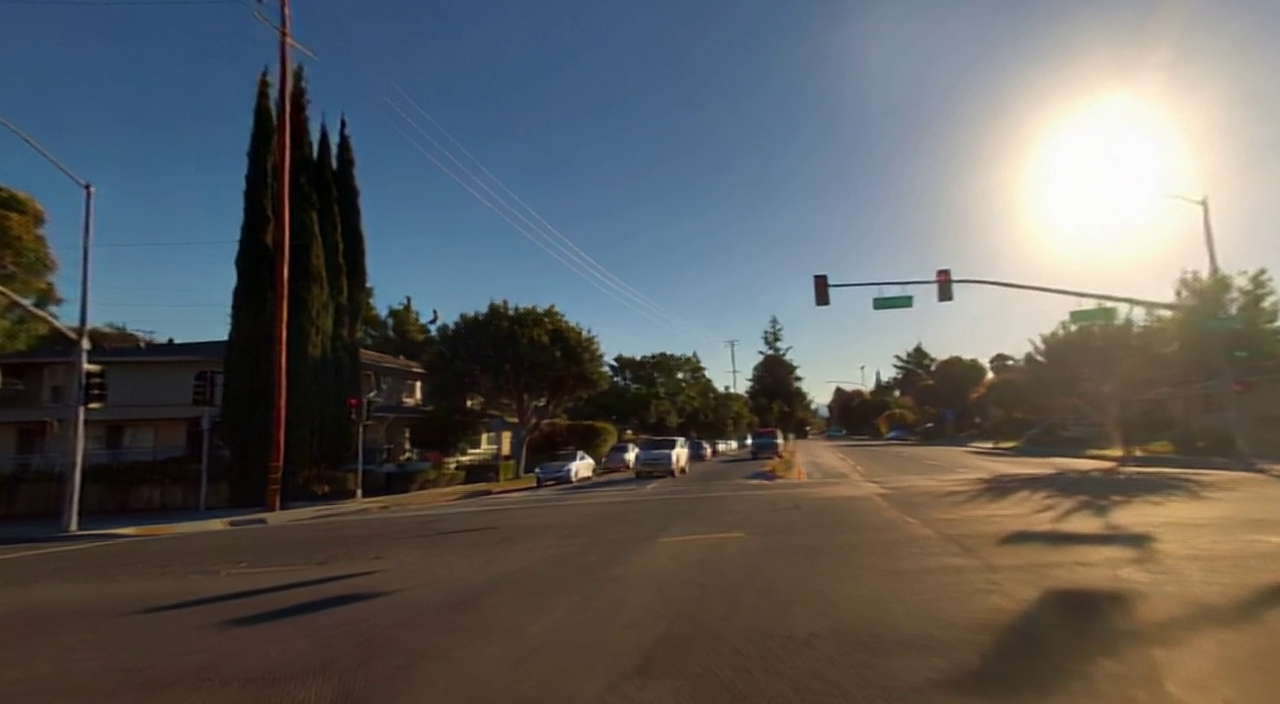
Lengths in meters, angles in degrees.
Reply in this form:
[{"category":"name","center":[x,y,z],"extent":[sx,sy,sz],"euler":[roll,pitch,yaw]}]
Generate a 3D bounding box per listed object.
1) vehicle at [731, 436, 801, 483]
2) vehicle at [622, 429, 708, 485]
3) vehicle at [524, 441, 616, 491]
[{"category":"vehicle","center":[4.609,3.838,22.876],"extent":[2.174,1.477,4.805],"euler":[-2,-9,12]},{"category":"vehicle","center":[1.147,4.202,25.604],"extent":[2.479,1.977,5.254],"euler":[-2,-9,13]},{"category":"vehicle","center":[-2.695,4.573,25.740],"extent":[2.241,1.819,4.690],"euler":[-2,-9,13]}]
